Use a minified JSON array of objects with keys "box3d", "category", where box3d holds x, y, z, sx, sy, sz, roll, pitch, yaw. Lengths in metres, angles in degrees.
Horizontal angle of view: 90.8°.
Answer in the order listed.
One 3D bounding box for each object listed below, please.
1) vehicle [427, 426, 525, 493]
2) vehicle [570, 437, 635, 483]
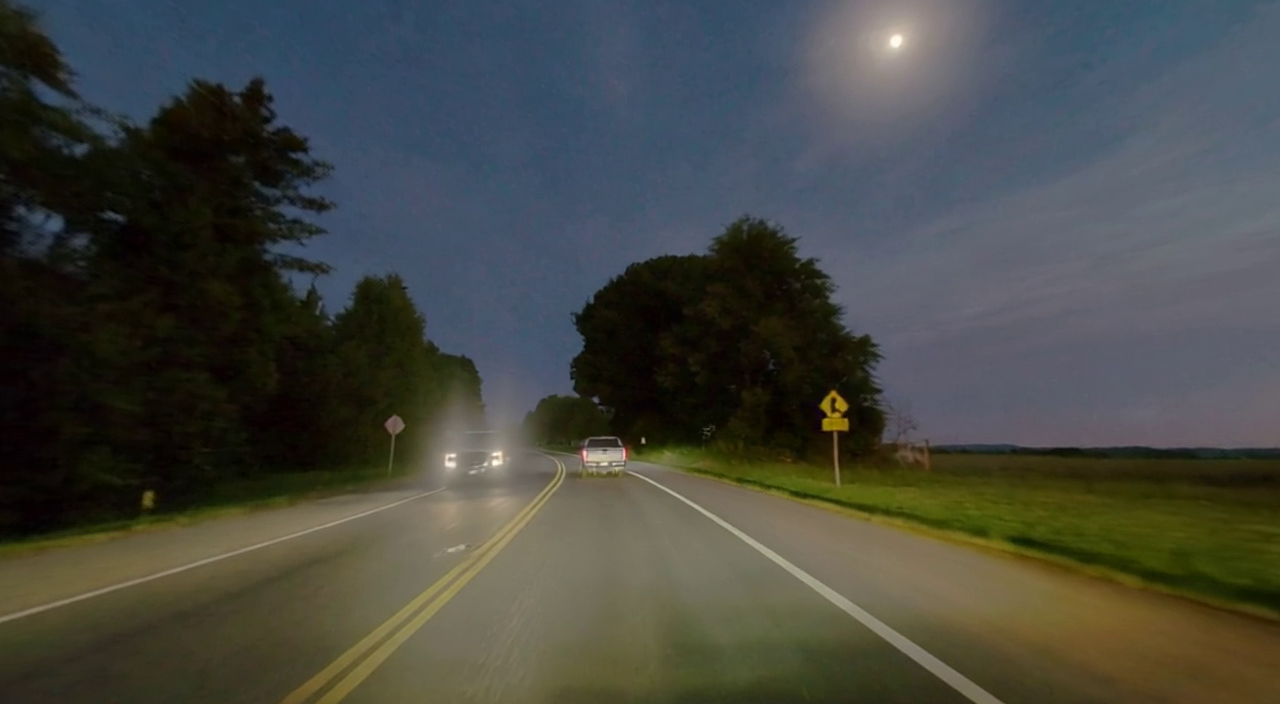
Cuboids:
[{"box3d":[-5.448,3.650,21.797,2.374,1.989,4.909,0,-8,-4],"category":"vehicle"},{"box3d":[-1.681,4.722,28.085,2.631,1.798,5.331,0,-8,-4],"category":"vehicle"}]
